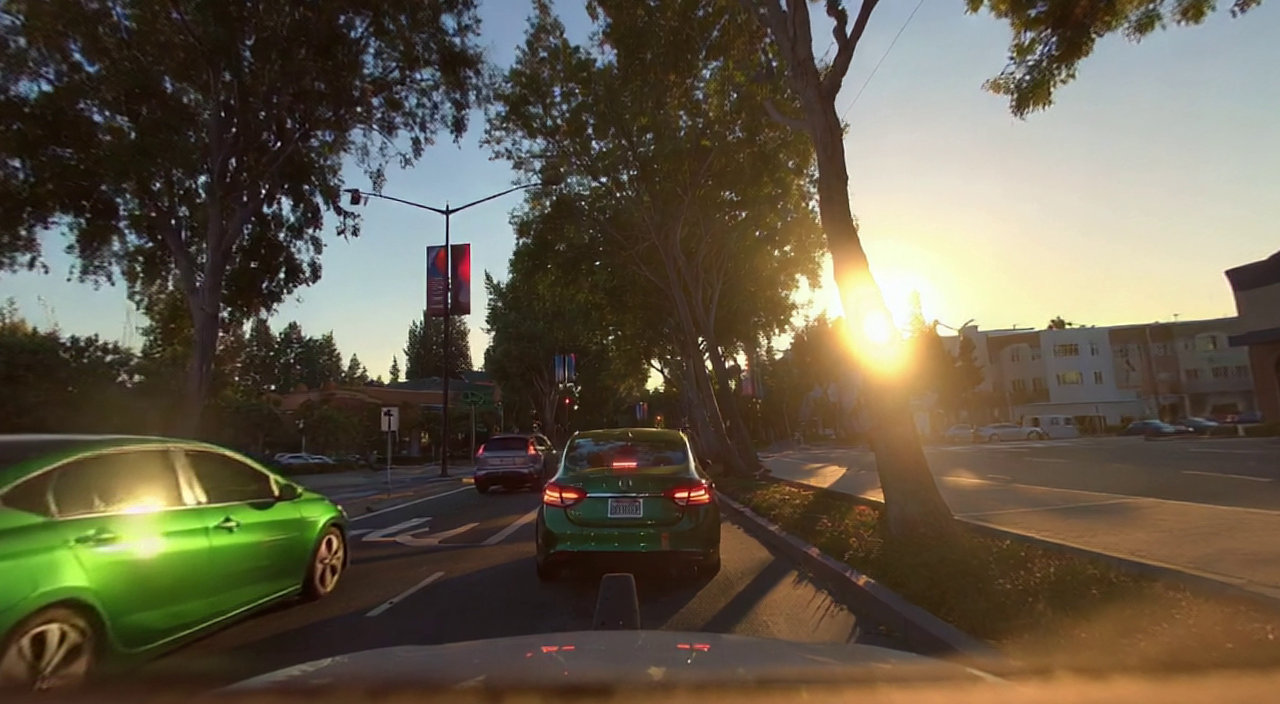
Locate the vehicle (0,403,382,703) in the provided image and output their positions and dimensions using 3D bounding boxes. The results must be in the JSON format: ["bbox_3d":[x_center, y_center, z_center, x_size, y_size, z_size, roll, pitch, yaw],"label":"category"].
[{"bbox_3d":[-3.499,1.156,3.859,1.961,1.487,4.453,0,-8,0],"label":"vehicle"}]

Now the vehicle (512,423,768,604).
[{"bbox_3d":[-0.059,1.635,7.302,2.126,1.475,3.967,0,-8,-2],"label":"vehicle"}]
